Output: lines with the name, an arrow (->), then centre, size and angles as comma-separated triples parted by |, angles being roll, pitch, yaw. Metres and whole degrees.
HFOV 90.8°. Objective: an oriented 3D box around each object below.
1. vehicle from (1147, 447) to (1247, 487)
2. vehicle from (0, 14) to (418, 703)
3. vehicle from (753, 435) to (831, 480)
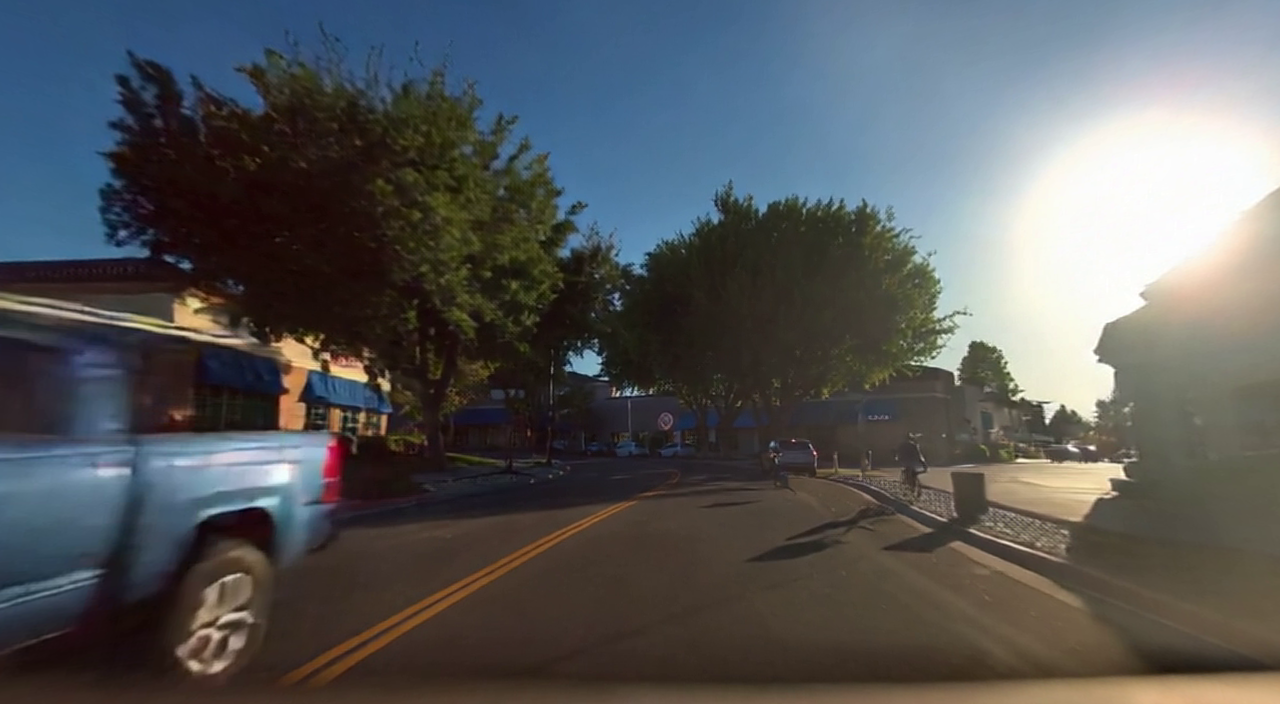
vehicle -> 24.991, 5.098, 28.306 | 4.545, 1.640, 1.866 | 5, -10, -30
vehicle -> -3.578, 0.313, 2.769 | 2.674, 2.815, 6.582 | -1, -8, 1
vehicle -> 6.627, 4.670, 28.240 | 2.292, 1.767, 5.128 | -1, -8, 2
